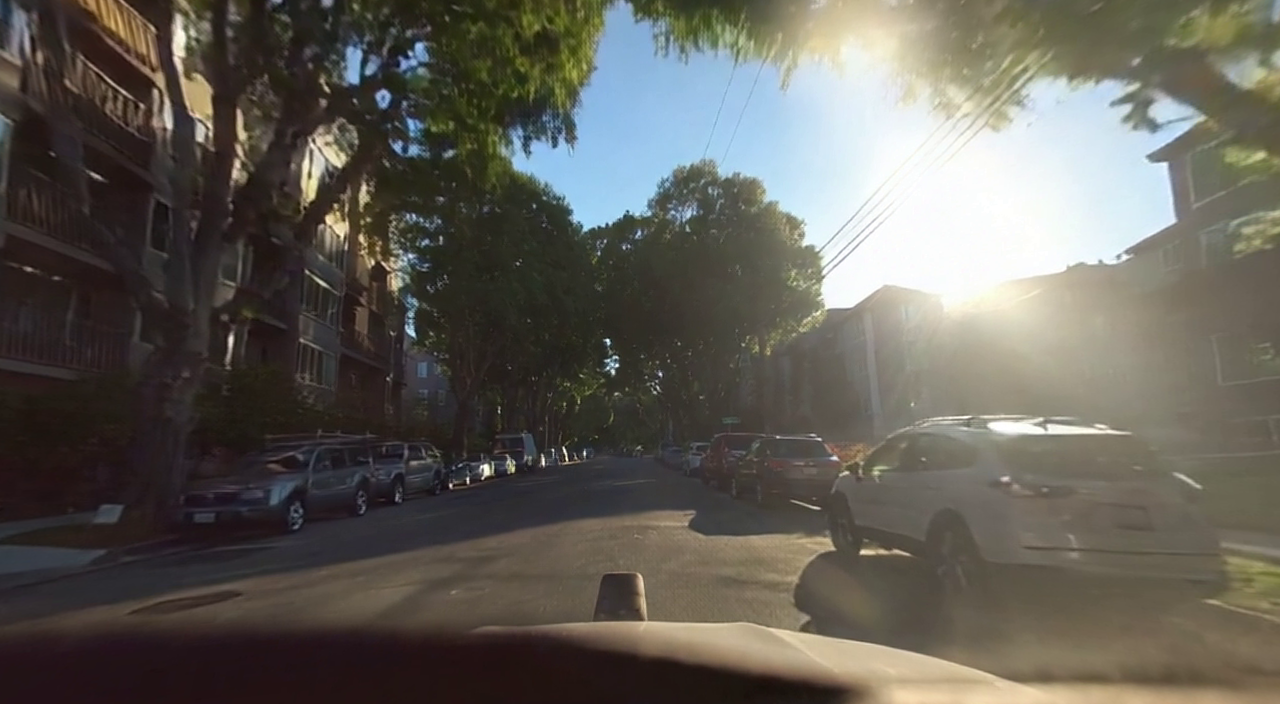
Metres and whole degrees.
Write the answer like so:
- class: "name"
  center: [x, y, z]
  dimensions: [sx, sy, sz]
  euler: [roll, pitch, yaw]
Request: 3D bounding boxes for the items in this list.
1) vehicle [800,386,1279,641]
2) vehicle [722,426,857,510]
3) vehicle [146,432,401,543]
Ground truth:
- class: "vehicle"
  center: [3.902, 1.619, 7.642]
  dimensions: [2.280, 1.850, 5.961]
  euler: [0, -9, -1]
- class: "vehicle"
  center: [3.706, 3.011, 16.854]
  dimensions: [2.214, 1.885, 5.268]
  euler: [0, -9, -1]
- class: "vehicle"
  center: [-7.411, 2.838, 13.718]
  dimensions: [2.384, 1.781, 5.492]
  euler: [-3, -10, -2]
